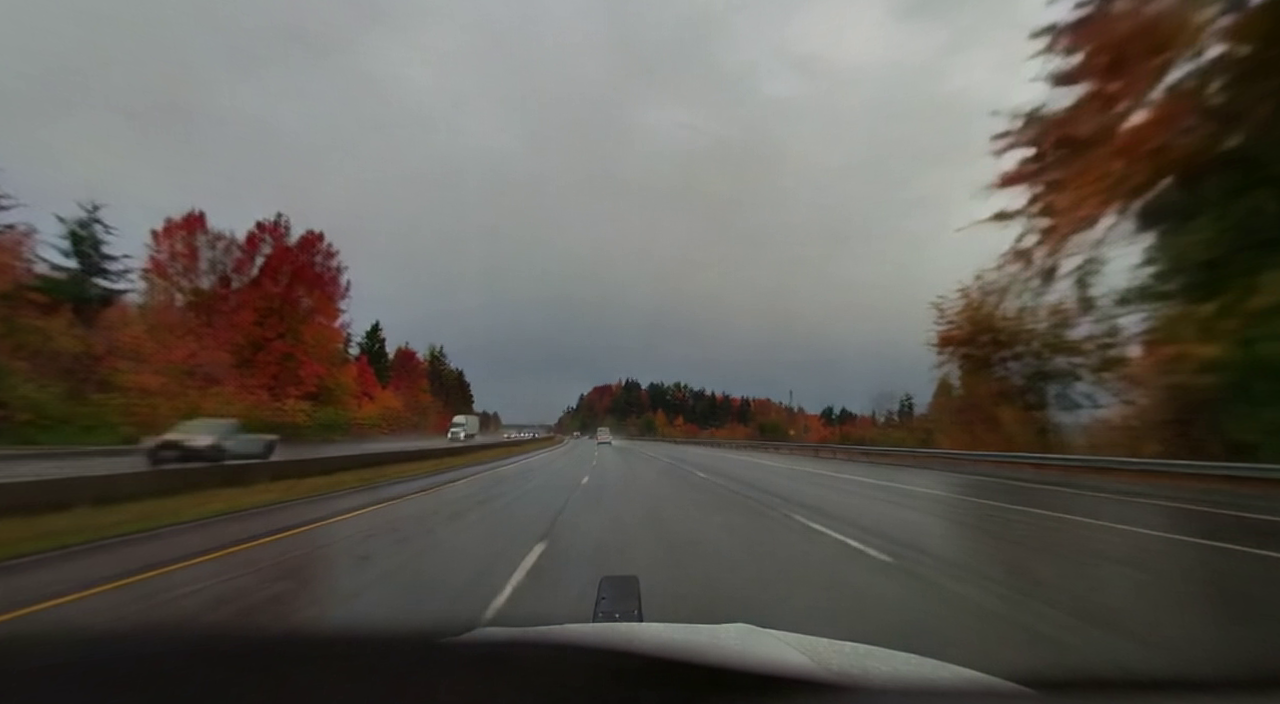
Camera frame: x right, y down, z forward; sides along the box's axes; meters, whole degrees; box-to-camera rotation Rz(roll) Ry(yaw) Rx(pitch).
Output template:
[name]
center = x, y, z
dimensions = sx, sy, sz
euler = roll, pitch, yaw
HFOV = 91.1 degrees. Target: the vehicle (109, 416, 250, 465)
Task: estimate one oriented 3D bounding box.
[vehicle]
center = -16.977, 3.296, 23.519
dimensions = 1.921, 1.646, 4.593
euler = 0, -8, -2
